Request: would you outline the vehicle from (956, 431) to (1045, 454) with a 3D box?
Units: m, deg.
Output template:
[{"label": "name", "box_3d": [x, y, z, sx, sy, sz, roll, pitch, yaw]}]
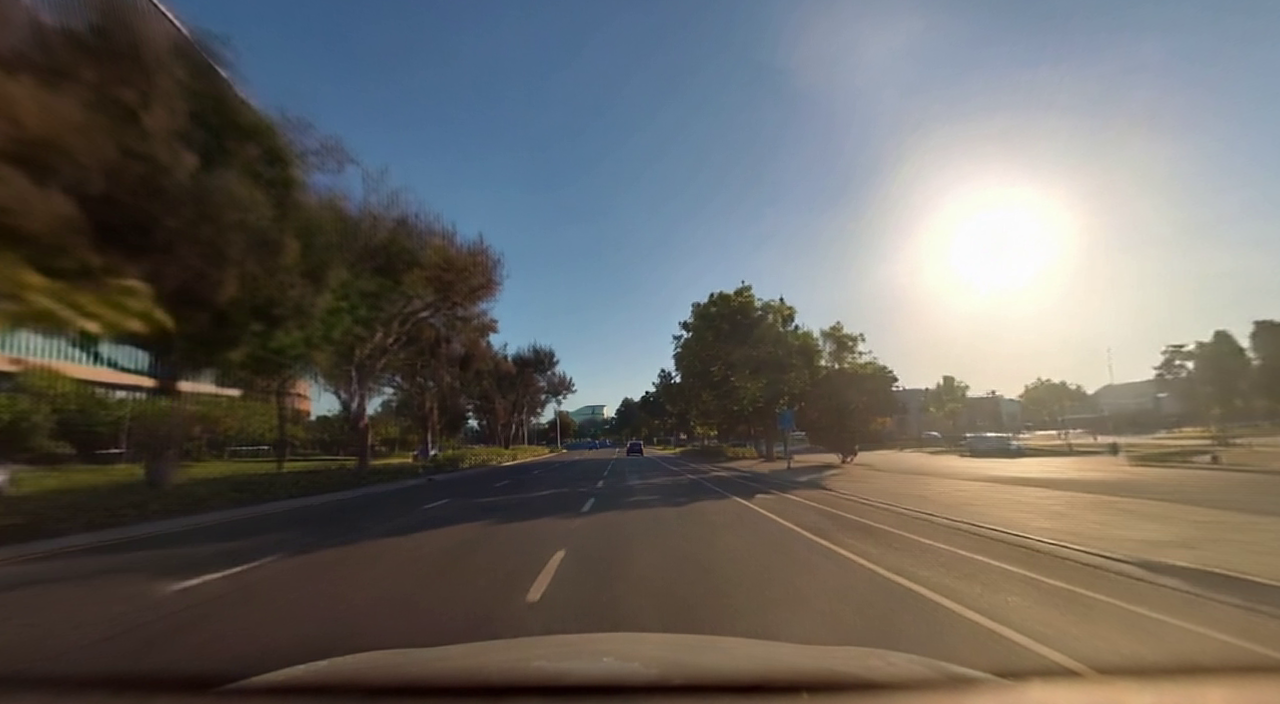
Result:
[{"label": "vehicle", "box_3d": [24.123, 6.059, 42.350, 4.758, 1.522, 1.930, 0, -8, -3]}]

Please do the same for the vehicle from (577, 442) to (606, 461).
[{"label": "vehicle", "box_3d": [-3.777, 7.842, 49.884, 2.080, 1.445, 4.096, 0, -8, -2]}]
